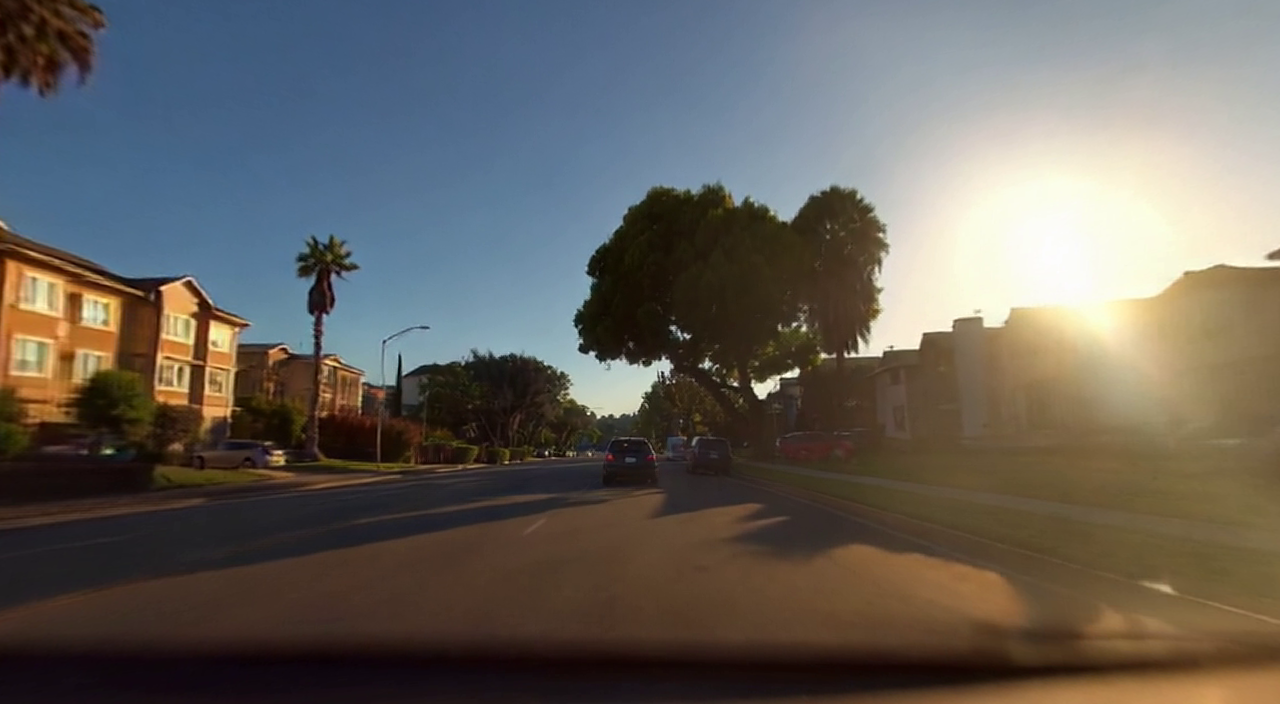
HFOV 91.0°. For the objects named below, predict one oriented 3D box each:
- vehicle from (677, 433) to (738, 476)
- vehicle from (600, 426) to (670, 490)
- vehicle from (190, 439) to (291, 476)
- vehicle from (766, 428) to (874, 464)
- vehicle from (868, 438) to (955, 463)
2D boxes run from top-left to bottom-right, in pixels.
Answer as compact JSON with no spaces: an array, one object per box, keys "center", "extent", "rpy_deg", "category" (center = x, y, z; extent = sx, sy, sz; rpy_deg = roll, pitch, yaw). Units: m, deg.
[{"center":[3.253,5.071,31.335],"extent":[2.416,1.922,5.023],"rpy_deg":[0,-9,-1],"category":"vehicle"},{"center":[-0.215,3.424,20.637],"extent":[1.994,1.810,5.057],"rpy_deg":[0,-9,-2],"category":"vehicle"},{"center":[-21.604,5.725,34.345],"extent":[2.196,1.820,4.955],"rpy_deg":[0,-9,1],"category":"vehicle"},{"center":[10.658,5.631,37.652],"extent":[5.709,2.017,2.435],"rpy_deg":[0,-9,-1],"category":"vehicle"},{"center":[16.245,5.917,37.791],"extent":[4.317,1.420,1.828],"rpy_deg":[0,-9,0],"category":"vehicle"}]
